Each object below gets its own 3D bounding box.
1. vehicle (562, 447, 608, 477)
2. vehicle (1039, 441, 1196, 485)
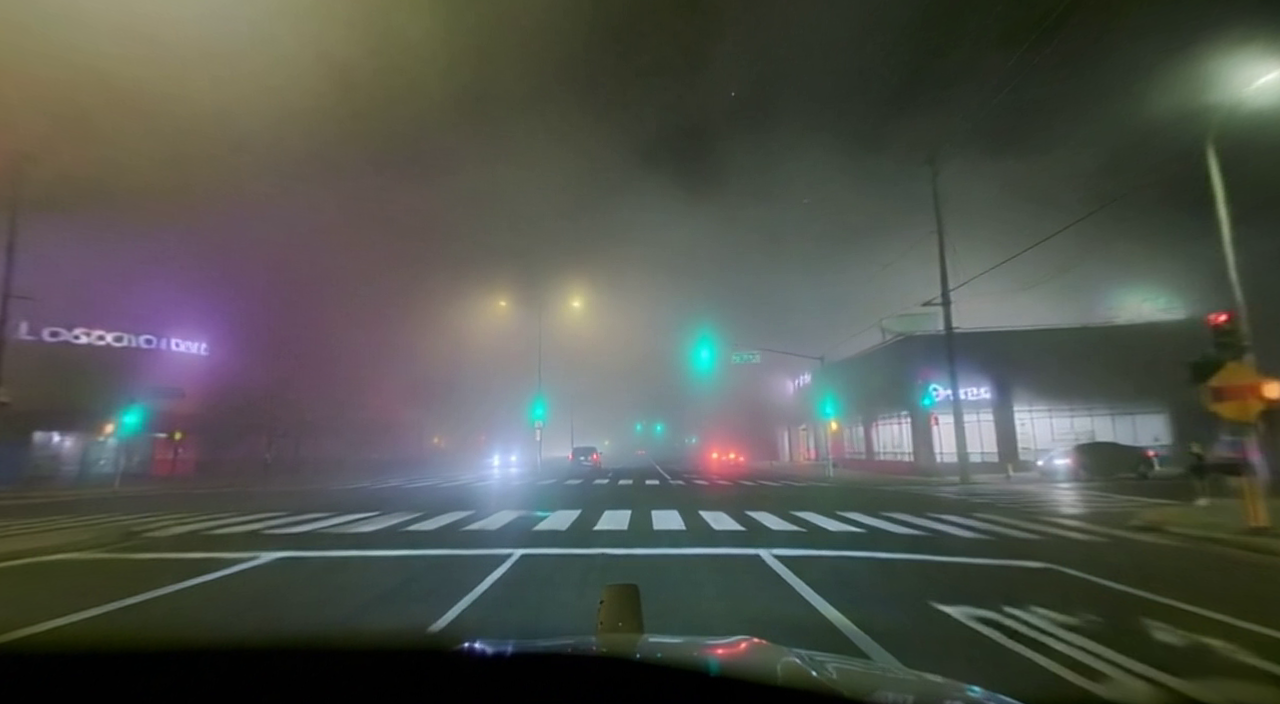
[{"bbox_3d":[-2.838,5.783,33.322,2.078,1.471,4.217,0,-8,0],"label":"vehicle"},{"bbox_3d":[17.375,4.042,23.069,4.040,1.514,2.095,0,-9,-1],"label":"vehicle"}]
